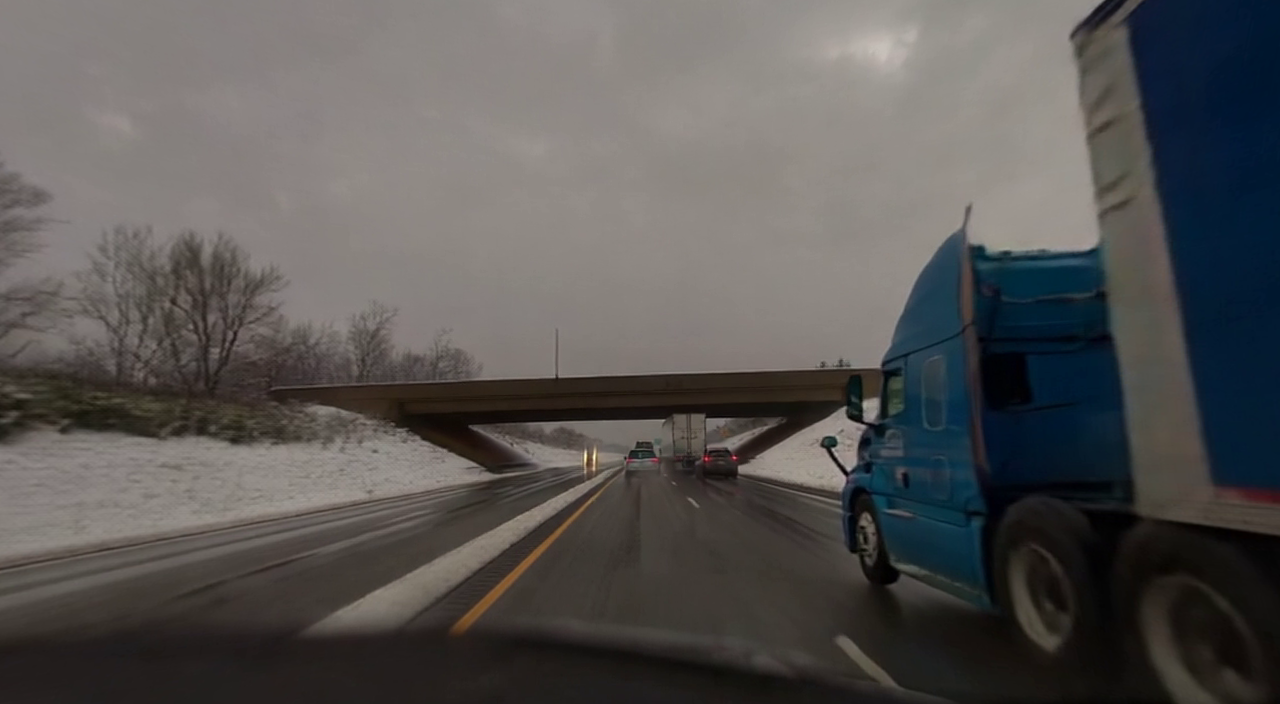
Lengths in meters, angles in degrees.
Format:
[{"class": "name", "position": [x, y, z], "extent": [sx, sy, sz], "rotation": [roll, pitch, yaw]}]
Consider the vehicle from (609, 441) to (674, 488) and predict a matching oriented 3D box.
[{"class": "vehicle", "position": [0.035, 4.269, 24.159], "extent": [2.256, 1.615, 4.114], "rotation": [-1, -9, 0]}]

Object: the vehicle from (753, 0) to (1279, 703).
[{"class": "vehicle", "position": [3.030, 0.159, 5.045], "extent": [2.987, 3.897, 5.990], "rotation": [-1, -9, 0]}]

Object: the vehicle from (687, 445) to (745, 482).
[{"class": "vehicle", "position": [3.302, 4.945, 28.122], "extent": [1.972, 1.505, 3.946], "rotation": [0, -9, -1]}]

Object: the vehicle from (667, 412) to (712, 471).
[{"class": "vehicle", "position": [3.572, 6.677, 46.706], "extent": [2.948, 3.974, 6.480], "rotation": [-1, -9, 3]}]
